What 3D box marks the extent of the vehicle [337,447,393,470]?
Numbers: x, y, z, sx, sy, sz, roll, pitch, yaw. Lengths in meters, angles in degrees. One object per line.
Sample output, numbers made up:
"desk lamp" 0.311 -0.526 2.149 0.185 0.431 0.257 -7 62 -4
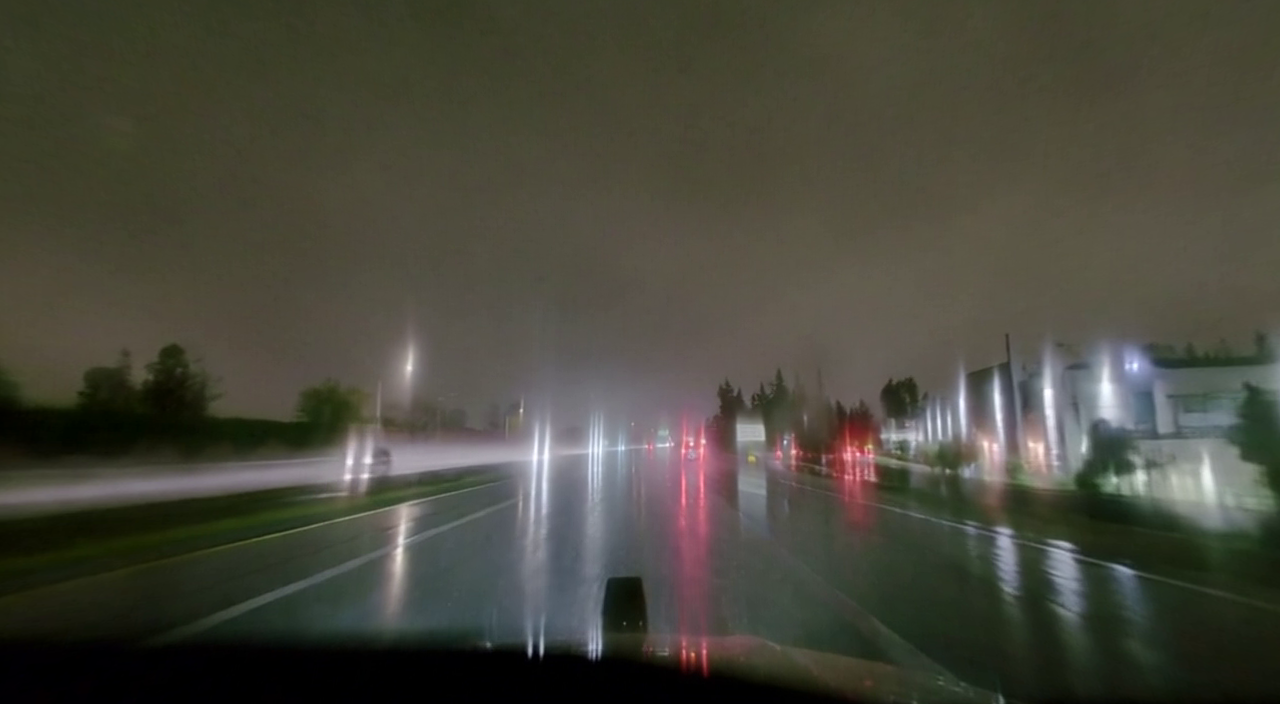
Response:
"vehicle" -19.316 7.506 44.524 1.827 1.469 4.489 0 -8 1
